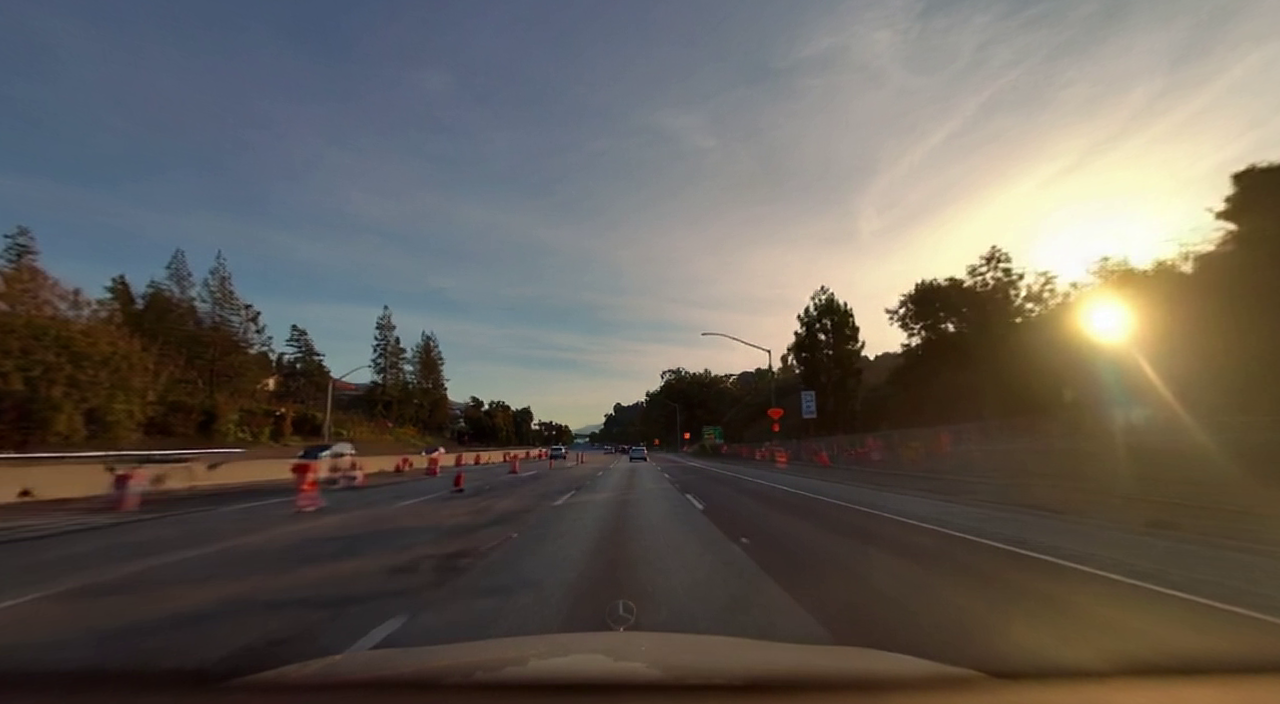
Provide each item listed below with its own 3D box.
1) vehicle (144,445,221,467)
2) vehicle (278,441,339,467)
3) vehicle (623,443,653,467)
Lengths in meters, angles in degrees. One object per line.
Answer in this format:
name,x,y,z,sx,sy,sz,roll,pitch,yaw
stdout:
vehicle,-31.282,7.124,43.370,1.946,1.444,4.536,0,-9,-1
vehicle,-23.951,7.380,45.812,1.941,1.705,4.395,0,-9,1
vehicle,-0.150,7.608,46.733,2.109,1.638,3.856,0,-9,0
